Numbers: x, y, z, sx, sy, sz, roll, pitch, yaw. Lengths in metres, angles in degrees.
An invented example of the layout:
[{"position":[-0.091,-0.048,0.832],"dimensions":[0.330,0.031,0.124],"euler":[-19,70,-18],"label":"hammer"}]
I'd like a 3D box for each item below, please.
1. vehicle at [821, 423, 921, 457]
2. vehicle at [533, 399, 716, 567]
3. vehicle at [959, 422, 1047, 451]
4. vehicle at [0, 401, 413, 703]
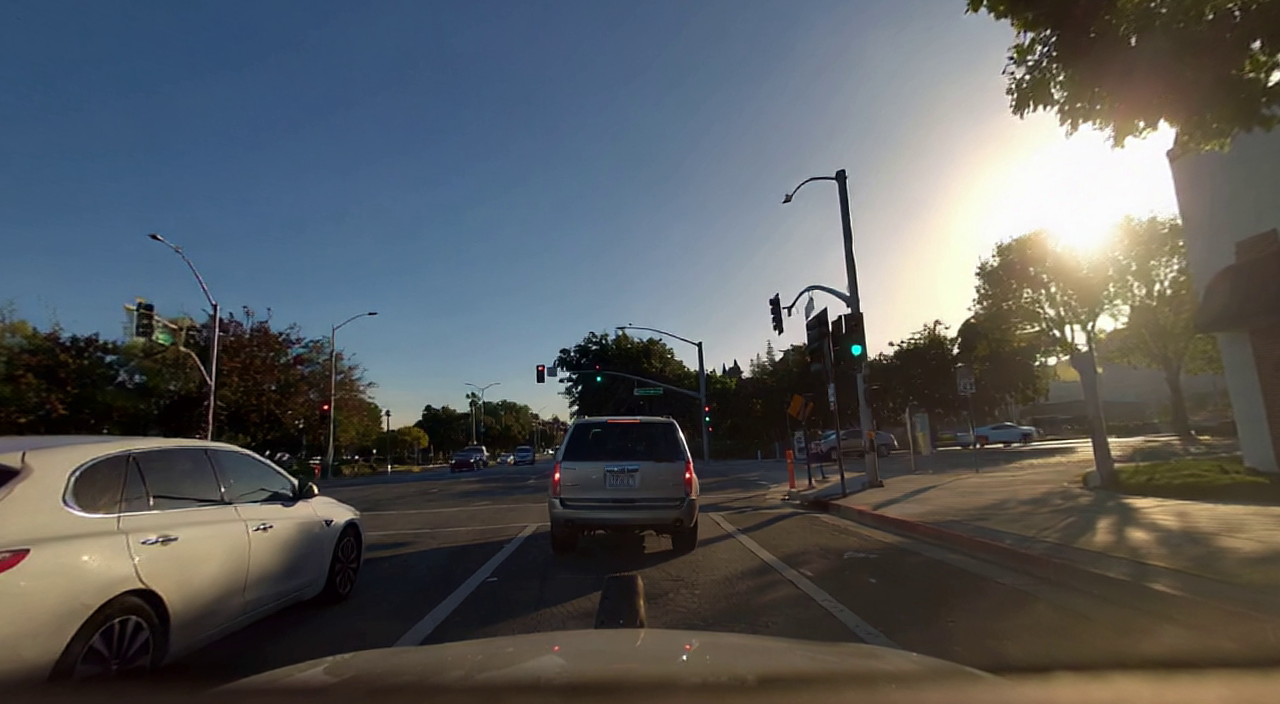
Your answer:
[{"position":[12.817,4.902,35.095],"dimensions":[4.872,1.806,2.107],"euler":[3,-9,-19],"label":"vehicle"},{"position":[-0.178,1.798,9.347],"dimensions":[2.059,1.877,4.249],"euler":[0,-8,0],"label":"vehicle"},{"position":[19.792,4.627,34.465],"dimensions":[3.830,1.545,2.006],"euler":[3,-9,-19],"label":"vehicle"},{"position":[-3.379,1.258,4.552],"dimensions":[2.011,1.527,4.008],"euler":[0,-8,-1],"label":"vehicle"}]
